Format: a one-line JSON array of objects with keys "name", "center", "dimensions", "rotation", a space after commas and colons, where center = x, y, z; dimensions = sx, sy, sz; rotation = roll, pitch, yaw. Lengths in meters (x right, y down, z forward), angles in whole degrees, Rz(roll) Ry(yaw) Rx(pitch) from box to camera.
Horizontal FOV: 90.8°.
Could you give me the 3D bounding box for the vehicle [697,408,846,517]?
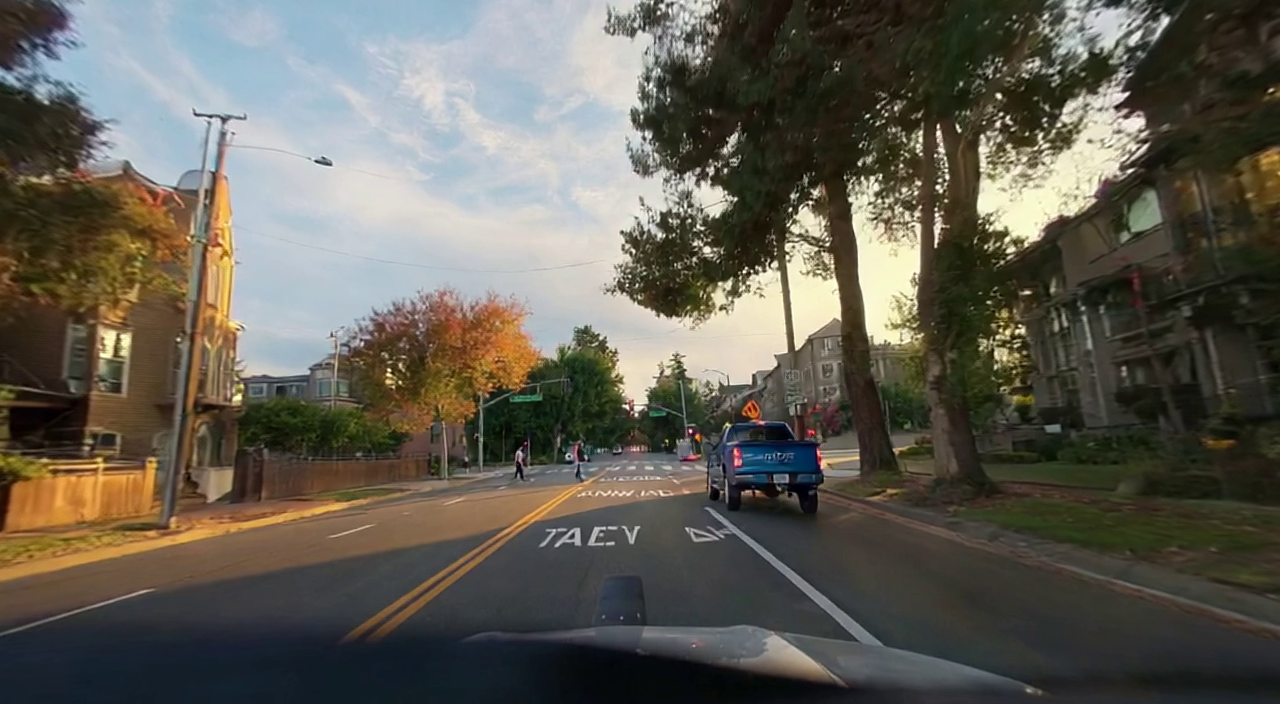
[{"name": "vehicle", "center": [2.715, 2.493, 14.639], "dimensions": [2.177, 2.015, 5.463], "rotation": [0, -9, -1]}]
